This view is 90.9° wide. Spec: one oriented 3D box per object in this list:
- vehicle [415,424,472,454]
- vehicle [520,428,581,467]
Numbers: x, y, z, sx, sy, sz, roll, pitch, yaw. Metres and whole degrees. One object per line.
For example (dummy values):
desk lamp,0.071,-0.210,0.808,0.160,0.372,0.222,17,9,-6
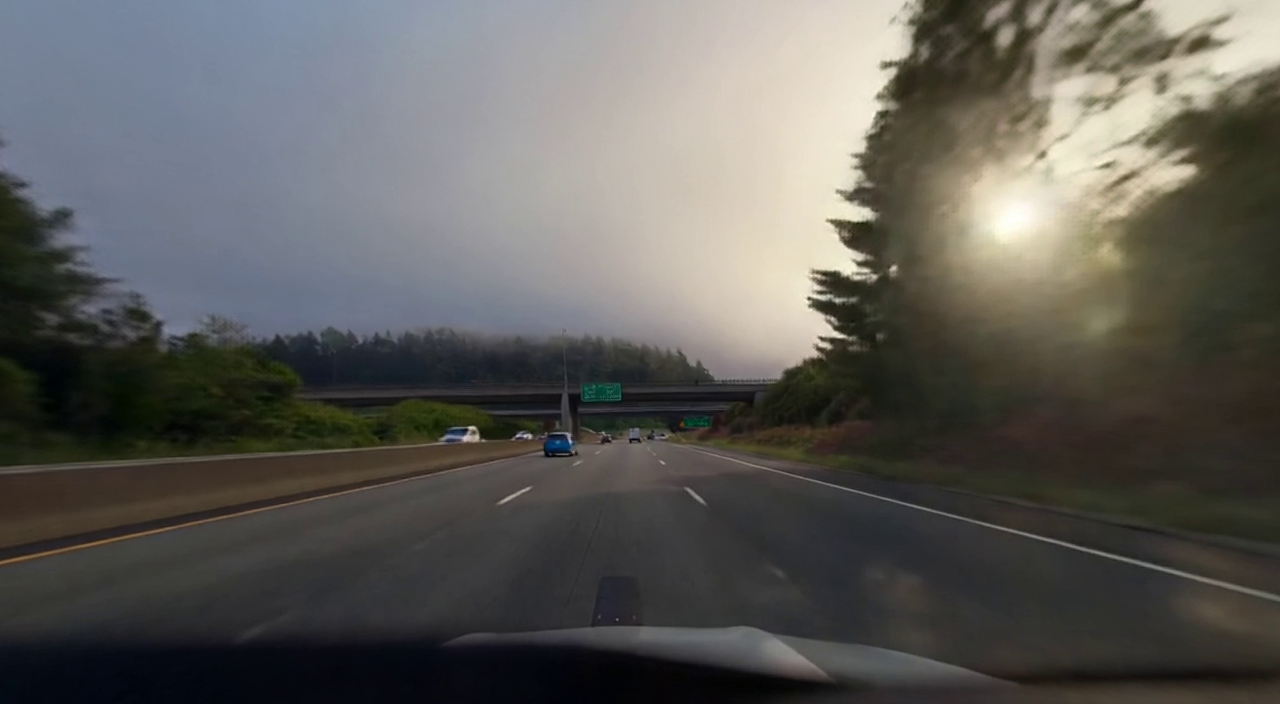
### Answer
vehicle,-13.852,6.165,44.755,2.341,1.969,5.181,0,-8,0
vehicle,-4.002,4.342,29.013,2.086,1.624,4.607,0,-8,1
